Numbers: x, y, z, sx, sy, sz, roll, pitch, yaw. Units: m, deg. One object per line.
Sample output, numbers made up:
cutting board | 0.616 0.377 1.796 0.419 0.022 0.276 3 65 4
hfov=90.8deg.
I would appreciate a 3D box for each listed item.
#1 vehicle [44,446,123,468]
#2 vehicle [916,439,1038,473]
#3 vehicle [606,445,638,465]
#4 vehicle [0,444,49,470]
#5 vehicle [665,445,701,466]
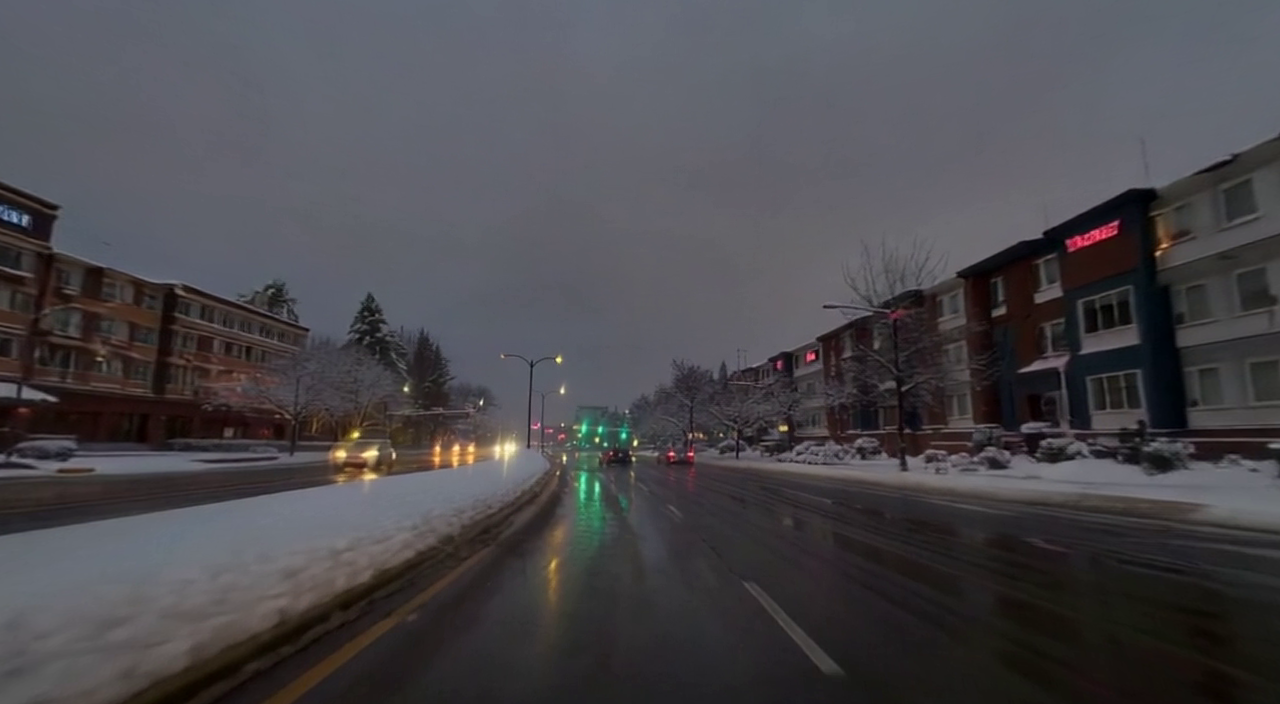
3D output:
vehicle | -42.558 8.022 48.470 1.904 1.573 4.827 1 -9 -5
vehicle | 15.690 4.850 29.546 4.648 1.510 1.891 0 -9 -5
vehicle | -1.461 8.043 49.690 2.020 1.479 4.650 1 -9 -8
vehicle | -41.820 6.880 41.454 1.869 1.599 4.572 1 -9 -6
vehicle | 3.134 7.659 46.802 1.932 1.439 4.159 1 -9 -7
